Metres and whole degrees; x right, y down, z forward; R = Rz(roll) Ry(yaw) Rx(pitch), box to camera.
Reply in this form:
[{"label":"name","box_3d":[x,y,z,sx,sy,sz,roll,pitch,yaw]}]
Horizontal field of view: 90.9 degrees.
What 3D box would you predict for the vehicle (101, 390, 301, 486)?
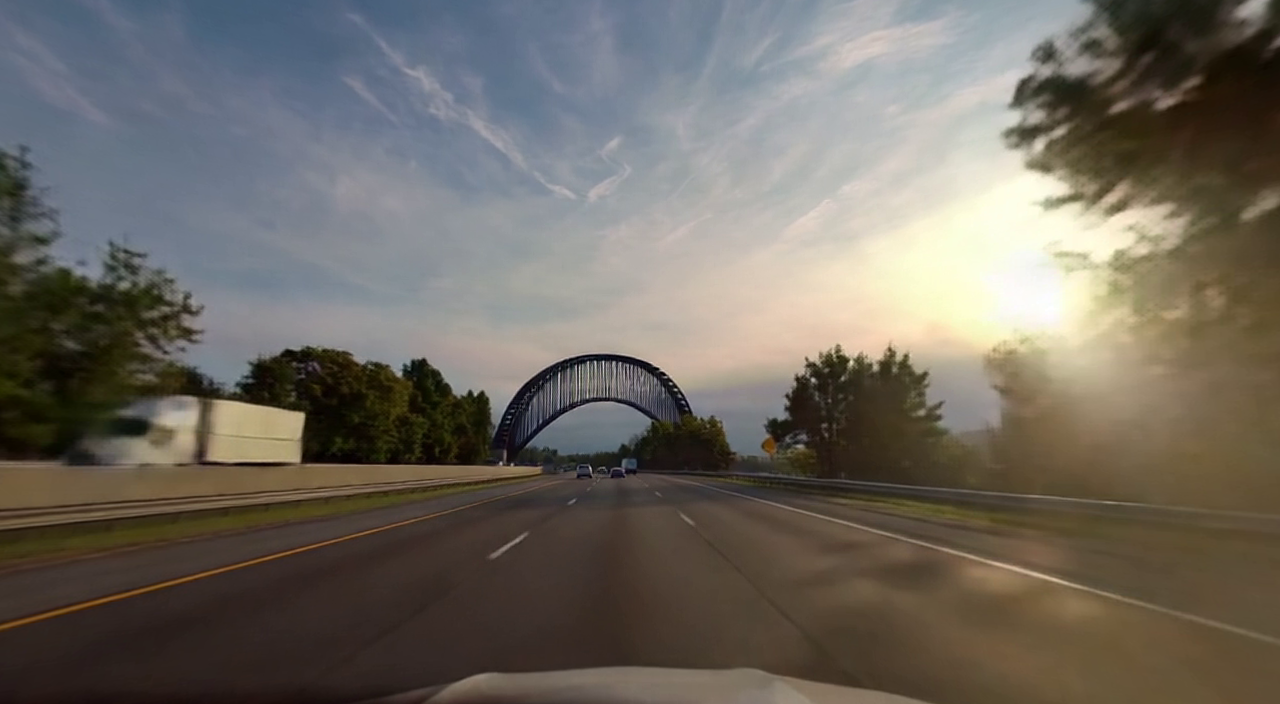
[{"label":"vehicle","box_3d":[-20.424,4.340,30.408,2.936,3.889,9.299,1,-10,-1]}]
